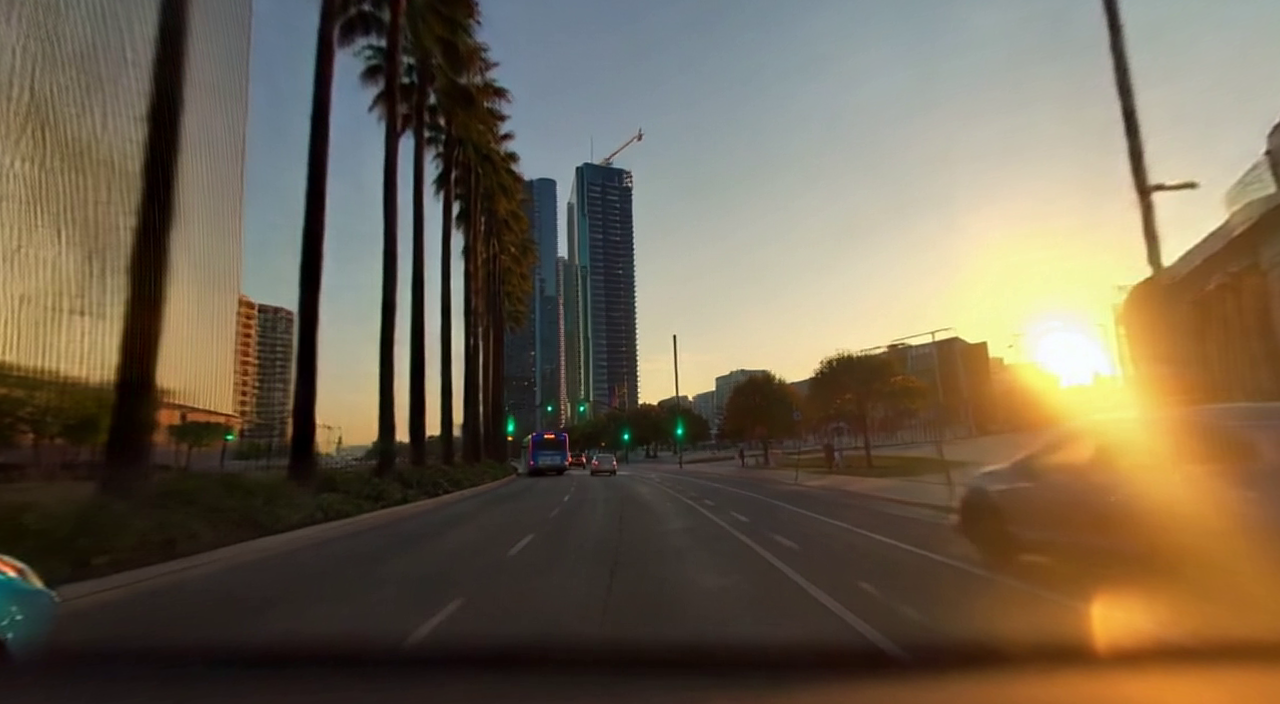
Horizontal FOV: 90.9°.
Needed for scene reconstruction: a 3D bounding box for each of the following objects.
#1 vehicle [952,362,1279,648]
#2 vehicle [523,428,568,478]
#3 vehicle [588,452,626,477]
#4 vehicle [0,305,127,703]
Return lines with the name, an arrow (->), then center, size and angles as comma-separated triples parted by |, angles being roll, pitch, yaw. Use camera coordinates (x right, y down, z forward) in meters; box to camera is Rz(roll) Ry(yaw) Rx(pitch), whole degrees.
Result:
vehicle -> 5.250, 1.197, 5.311 | 2.212, 1.854, 5.419 | 1, -9, -3
vehicle -> -6.434, 7.006, 43.671 | 2.678, 3.042, 8.474 | 1, -9, -7
vehicle -> -2.185, 7.204, 40.559 | 2.107, 1.481, 4.097 | 2, -9, -8
vehicle -> -3.409, 0.442, 0.350 | 2.120, 1.826, 4.737 | 0, -9, 1
